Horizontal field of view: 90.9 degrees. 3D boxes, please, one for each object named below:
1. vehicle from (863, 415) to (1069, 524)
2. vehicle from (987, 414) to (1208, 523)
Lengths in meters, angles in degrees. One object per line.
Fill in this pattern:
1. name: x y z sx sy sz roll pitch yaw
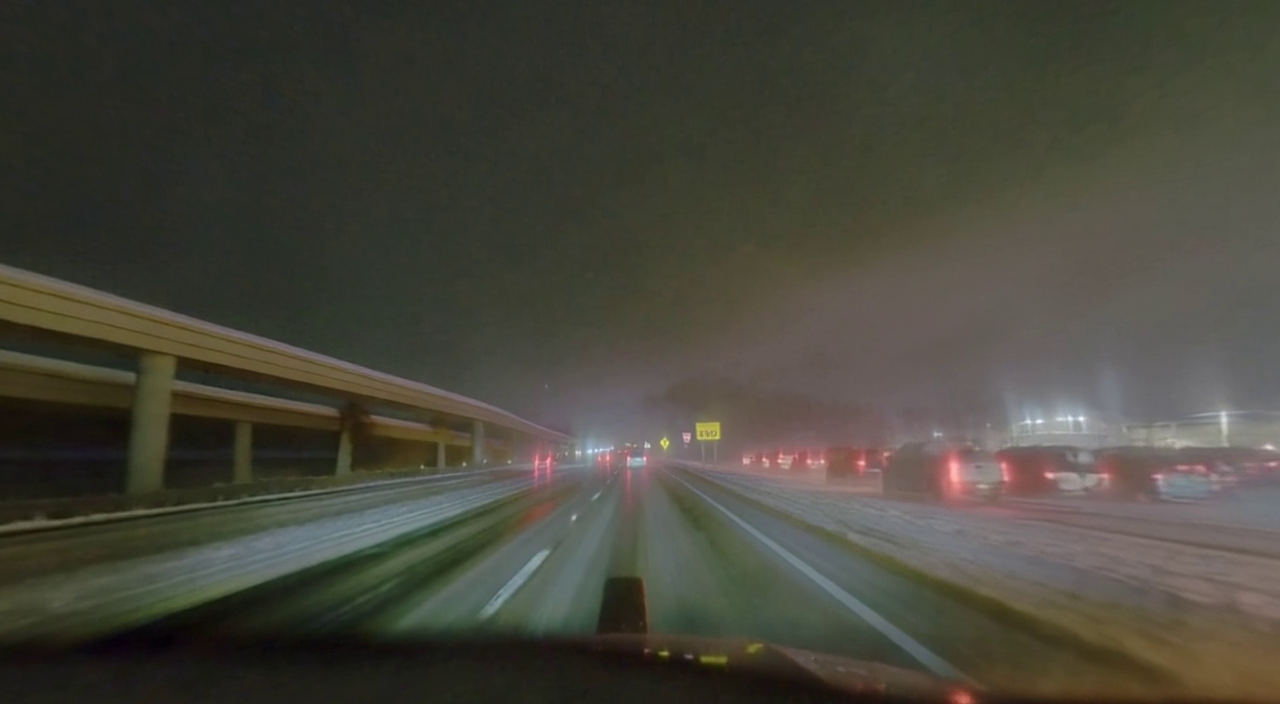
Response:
1. vehicle: 12.747 4.732 26.343 2.941 3.578 10.624 0 -9 0
2. vehicle: 18.391 4.723 26.461 2.698 3.744 8.974 0 -9 2
